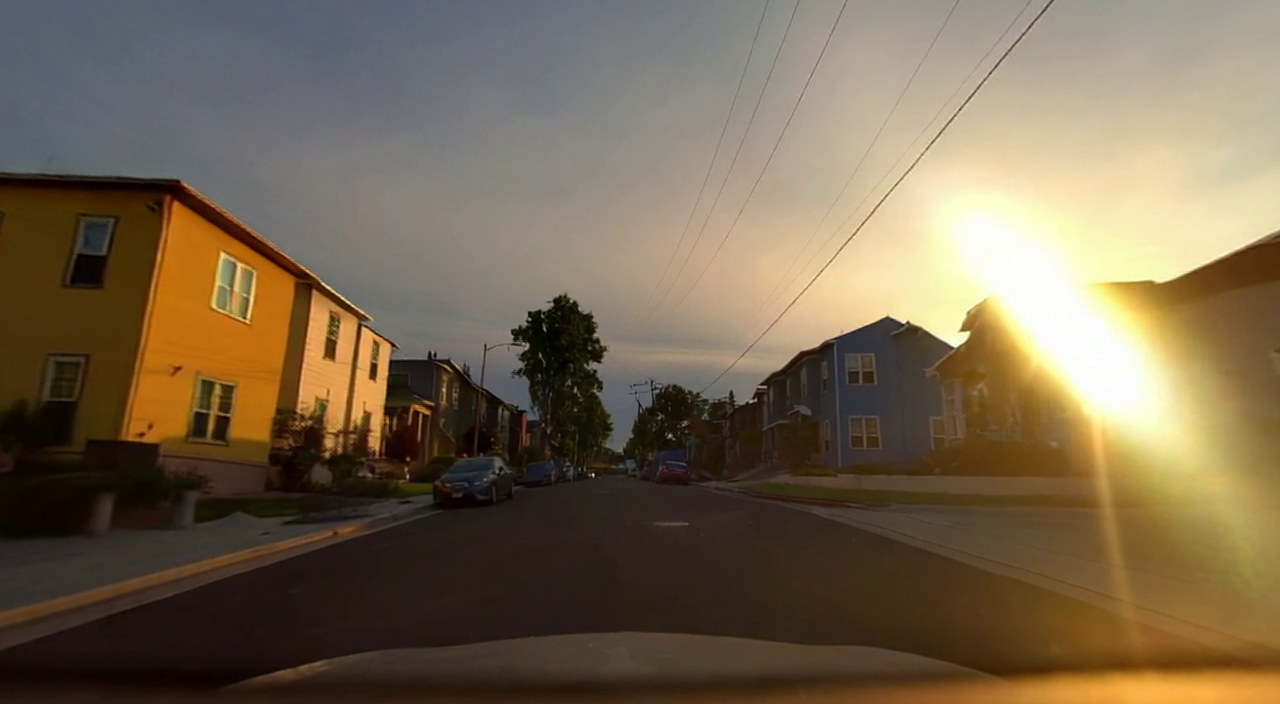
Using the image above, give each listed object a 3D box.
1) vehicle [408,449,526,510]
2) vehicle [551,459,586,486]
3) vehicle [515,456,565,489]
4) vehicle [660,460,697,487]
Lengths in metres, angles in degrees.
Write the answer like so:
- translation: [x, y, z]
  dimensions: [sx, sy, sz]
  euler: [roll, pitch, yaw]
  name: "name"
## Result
- translation: [-4.748, 3.579, 18.074]
  dimensions: [2.080, 1.471, 4.638]
  euler: [1, -10, -1]
  name: "vehicle"
- translation: [-4.999, 8.474, 44.450]
  dimensions: [2.089, 1.508, 4.537]
  euler: [2, -7, -3]
  name: "vehicle"
- translation: [-5.103, 6.219, 32.763]
  dimensions: [2.020, 1.470, 5.300]
  euler: [0, -8, -3]
  name: "vehicle"
- translation: [2.344, 7.540, 39.358]
  dimensions: [1.888, 1.484, 4.476]
  euler: [0, -9, -2]
  name: "vehicle"
